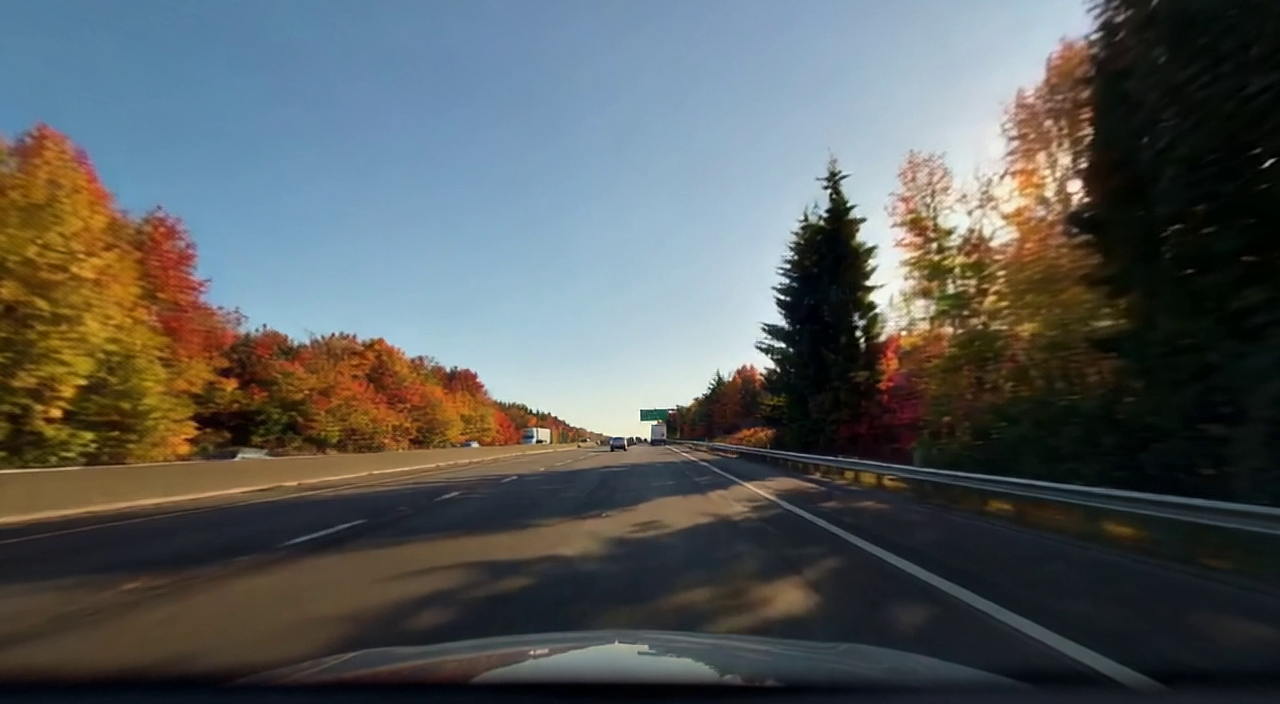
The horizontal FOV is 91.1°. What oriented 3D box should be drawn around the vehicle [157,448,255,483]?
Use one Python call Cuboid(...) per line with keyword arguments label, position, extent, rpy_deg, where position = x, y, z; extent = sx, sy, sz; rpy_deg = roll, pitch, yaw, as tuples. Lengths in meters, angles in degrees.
Cuboid(label="vehicle", position=(-19.979, 5.210, 29.110), extent=(1.705, 1.454, 3.858), rpy_deg=(-1, -8, 1))
